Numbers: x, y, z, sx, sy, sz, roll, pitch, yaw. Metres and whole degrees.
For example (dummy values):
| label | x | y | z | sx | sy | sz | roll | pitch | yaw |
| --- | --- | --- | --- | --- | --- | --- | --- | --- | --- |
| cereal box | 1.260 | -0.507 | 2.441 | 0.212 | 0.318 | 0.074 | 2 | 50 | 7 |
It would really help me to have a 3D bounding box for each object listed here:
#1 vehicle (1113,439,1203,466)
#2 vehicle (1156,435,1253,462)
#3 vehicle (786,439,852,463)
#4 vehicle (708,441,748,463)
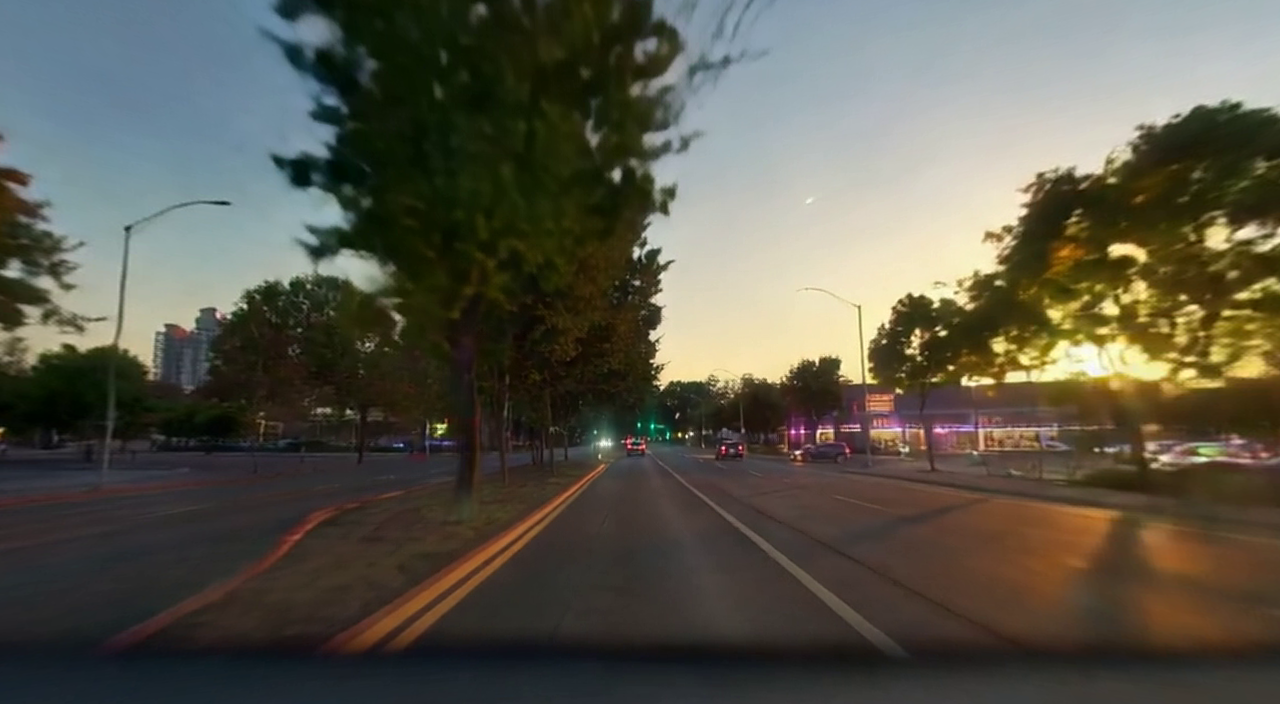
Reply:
| label | x | y | z | sx | sy | sz | roll | pitch | yaw |
| --- | --- | --- | --- | --- | --- | --- | --- | --- | --- |
| vehicle | 31.699 | 6.212 | 38.862 | 1.767 | 1.549 | 4.422 | 1 | -10 | 0 |
| vehicle | 34.579 | 5.931 | 38.894 | 1.924 | 1.493 | 4.330 | -3 | -8 | 0 |
| vehicle | 13.336 | 7.406 | 47.311 | 4.281 | 1.719 | 1.983 | 0 | -9 | -1 |
| vehicle | 6.207 | 7.103 | 45.176 | 2.024 | 1.475 | 4.600 | 0 | -9 | -2 |
